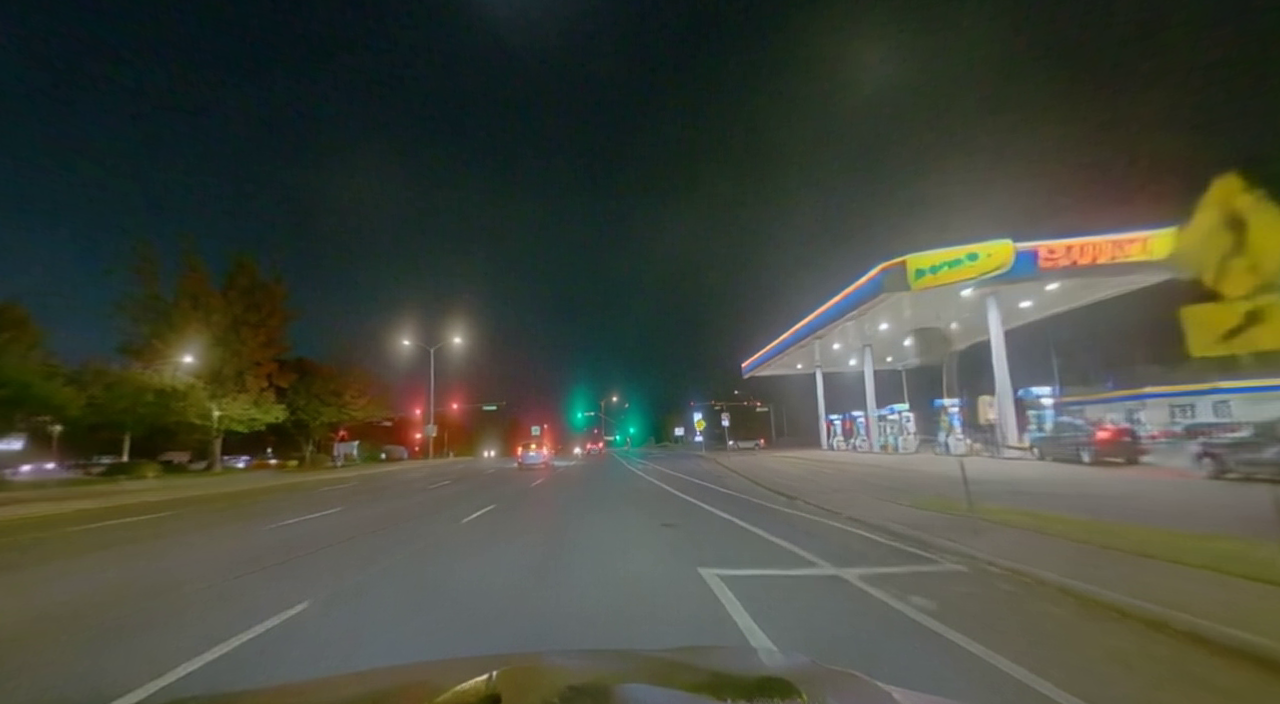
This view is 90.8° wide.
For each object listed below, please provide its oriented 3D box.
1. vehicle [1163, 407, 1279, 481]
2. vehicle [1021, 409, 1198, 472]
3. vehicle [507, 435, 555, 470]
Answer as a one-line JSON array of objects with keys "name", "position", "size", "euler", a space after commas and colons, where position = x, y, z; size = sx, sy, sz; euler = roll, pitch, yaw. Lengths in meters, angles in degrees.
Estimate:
[{"name": "vehicle", "position": [13.228, 1.882, 13.002], "size": [3.453, 1.409, 1.608], "euler": [0, -8, 0]}, {"name": "vehicle", "position": [13.496, 2.575, 18.364], "size": [3.562, 1.693, 1.876], "euler": [0, -8, 1]}, {"name": "vehicle", "position": [-5.828, 5.401, 34.219], "size": [1.985, 1.772, 4.479], "euler": [0, -8, -2]}]
